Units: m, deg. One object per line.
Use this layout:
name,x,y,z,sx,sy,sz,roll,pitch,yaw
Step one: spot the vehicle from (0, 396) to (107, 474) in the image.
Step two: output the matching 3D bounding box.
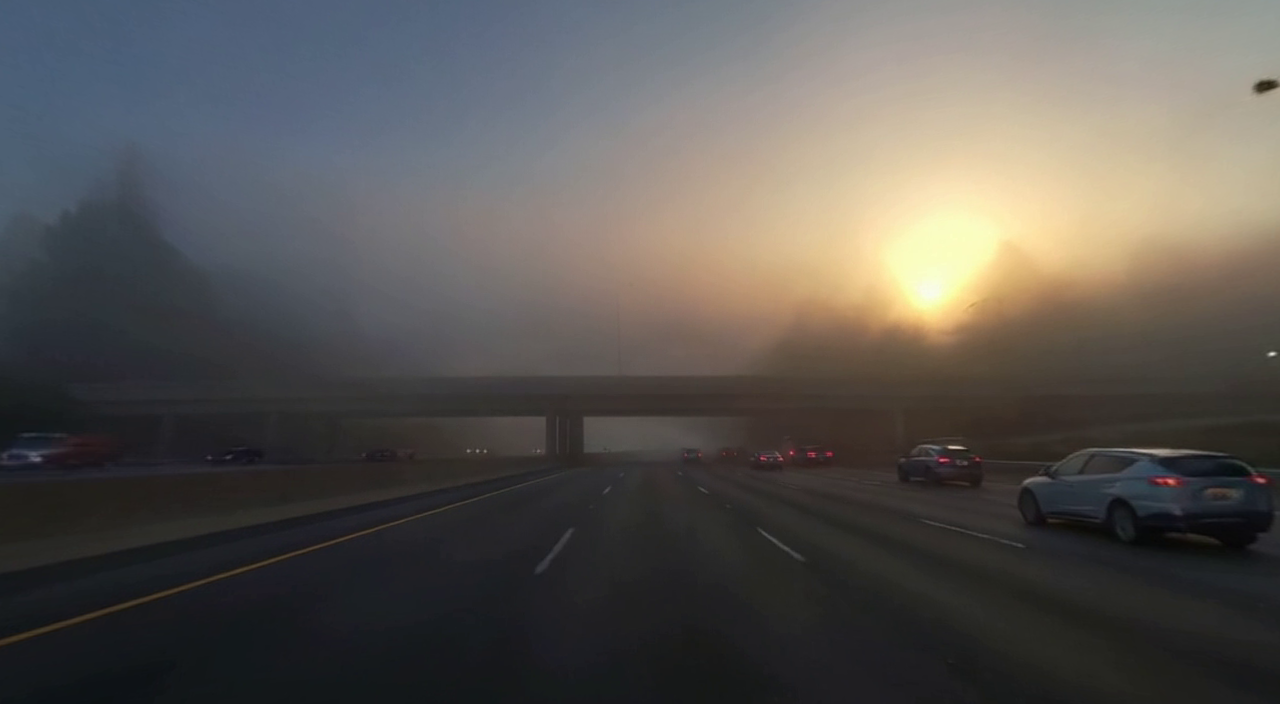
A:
vehicle,-34.557,4.619,34.769,3.015,3.942,8.354,0,-9,0

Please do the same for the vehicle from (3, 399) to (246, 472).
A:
vehicle,-34.449,5.970,44.187,2.902,4.121,16.582,0,-9,1

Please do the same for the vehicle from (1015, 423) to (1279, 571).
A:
vehicle,7.743,1.917,9.176,1.862,1.613,4.316,0,-9,-1
